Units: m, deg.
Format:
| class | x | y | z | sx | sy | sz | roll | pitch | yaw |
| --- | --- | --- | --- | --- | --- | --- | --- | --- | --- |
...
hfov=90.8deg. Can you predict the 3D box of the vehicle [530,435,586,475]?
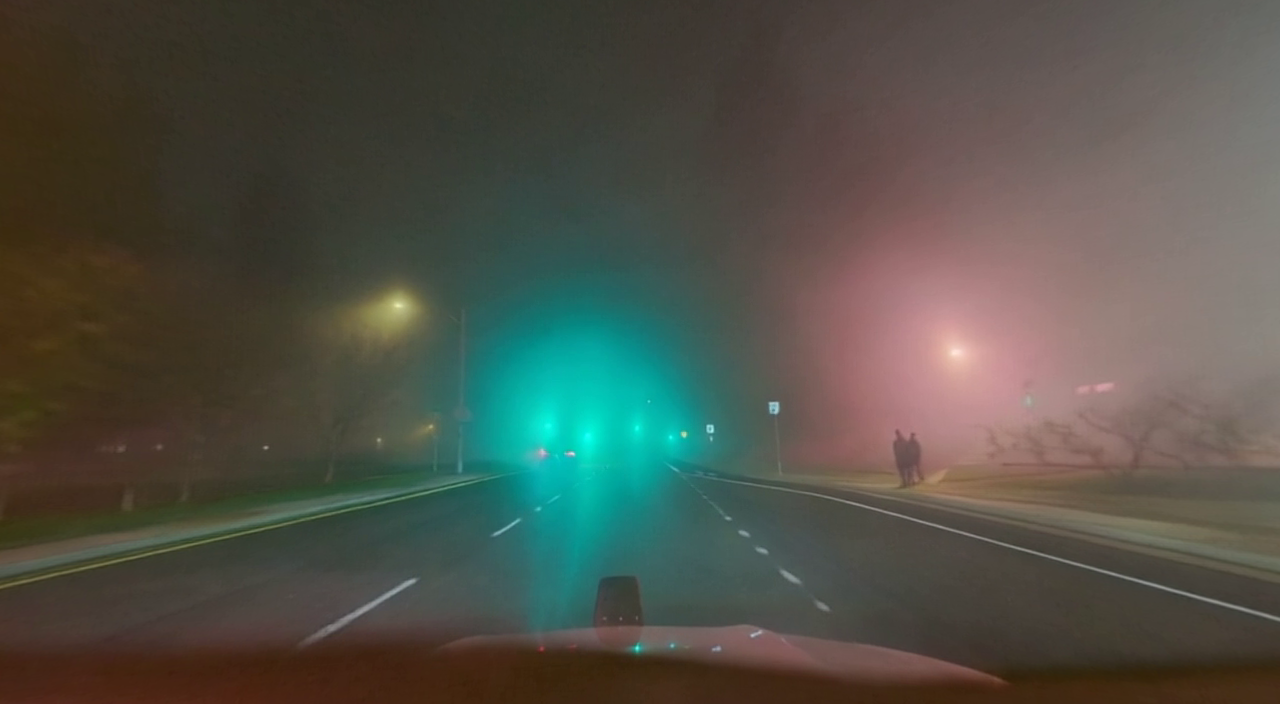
| class | x | y | z | sx | sy | sz | roll | pitch | yaw |
| --- | --- | --- | --- | --- | --- | --- | --- | --- | --- |
| vehicle | -3.742 | 4.794 | 29.641 | 1.993 | 1.733 | 4.262 | 0 | -8 | 1 |
